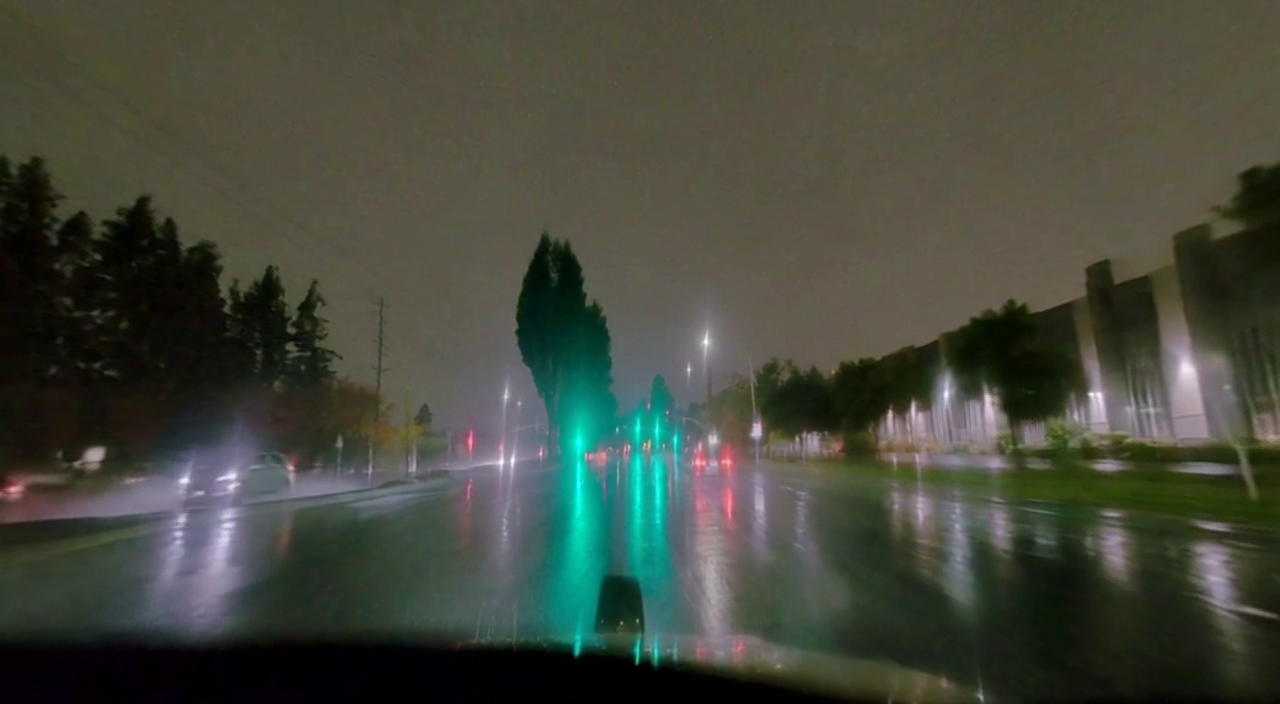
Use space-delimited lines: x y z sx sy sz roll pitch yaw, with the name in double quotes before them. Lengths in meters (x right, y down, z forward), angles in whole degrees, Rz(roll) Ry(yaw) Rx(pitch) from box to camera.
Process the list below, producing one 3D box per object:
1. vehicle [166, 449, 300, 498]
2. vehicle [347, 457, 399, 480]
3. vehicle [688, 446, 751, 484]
"vehicle" -15.952 4.741 25.162 2.093 1.709 4.952 0 -9 -1
"vehicle" -19.309 8.391 45.858 1.876 1.506 4.231 0 -9 0
"vehicle" 3.266 4.735 26.812 1.966 1.449 4.290 0 -9 -2
